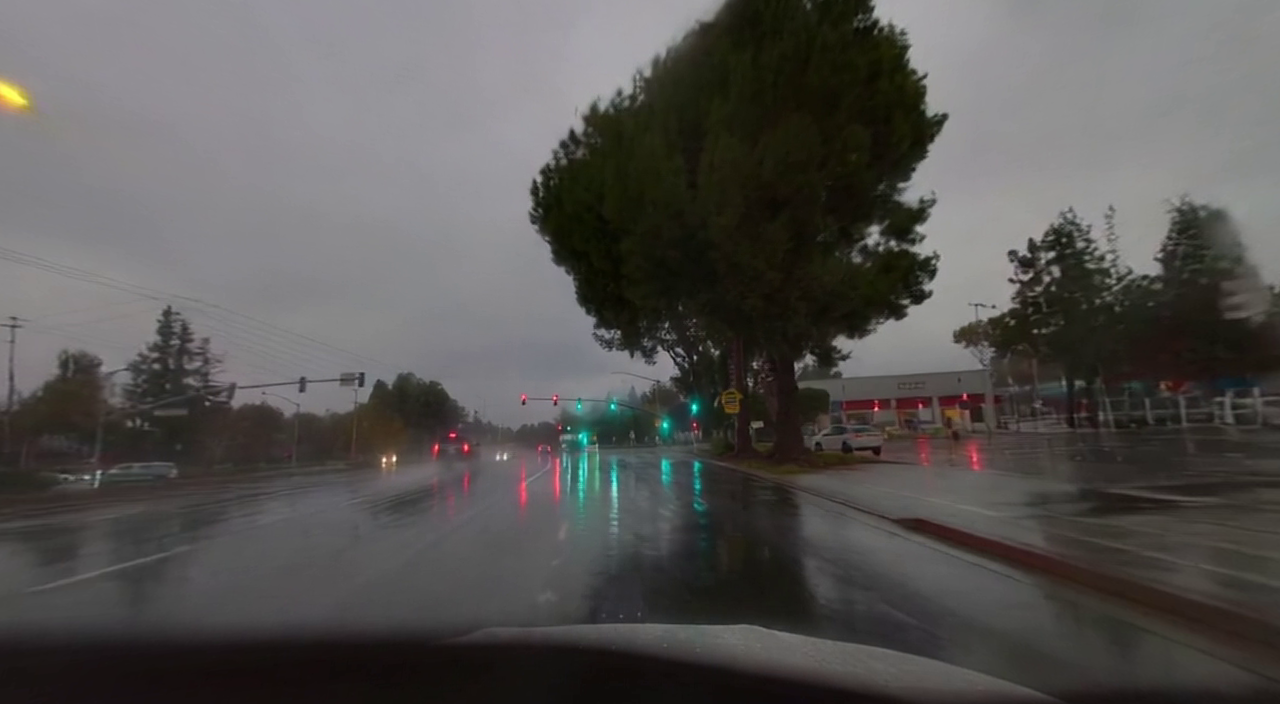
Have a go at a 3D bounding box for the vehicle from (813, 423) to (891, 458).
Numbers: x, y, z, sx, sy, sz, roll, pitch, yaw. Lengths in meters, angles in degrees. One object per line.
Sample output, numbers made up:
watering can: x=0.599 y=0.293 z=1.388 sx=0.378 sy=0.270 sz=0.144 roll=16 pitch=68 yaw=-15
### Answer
vehicle: x=10.178 y=4.281 z=30.746 sx=2.076 sy=1.505 sz=4.770 roll=-1 pitch=-7 yaw=-1

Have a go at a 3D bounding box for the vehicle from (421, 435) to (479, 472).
vehicle: x=-9.819 y=5.272 z=33.004 sx=1.985 sy=1.772 sz=4.479 roll=0 pitch=-8 yaw=-4
